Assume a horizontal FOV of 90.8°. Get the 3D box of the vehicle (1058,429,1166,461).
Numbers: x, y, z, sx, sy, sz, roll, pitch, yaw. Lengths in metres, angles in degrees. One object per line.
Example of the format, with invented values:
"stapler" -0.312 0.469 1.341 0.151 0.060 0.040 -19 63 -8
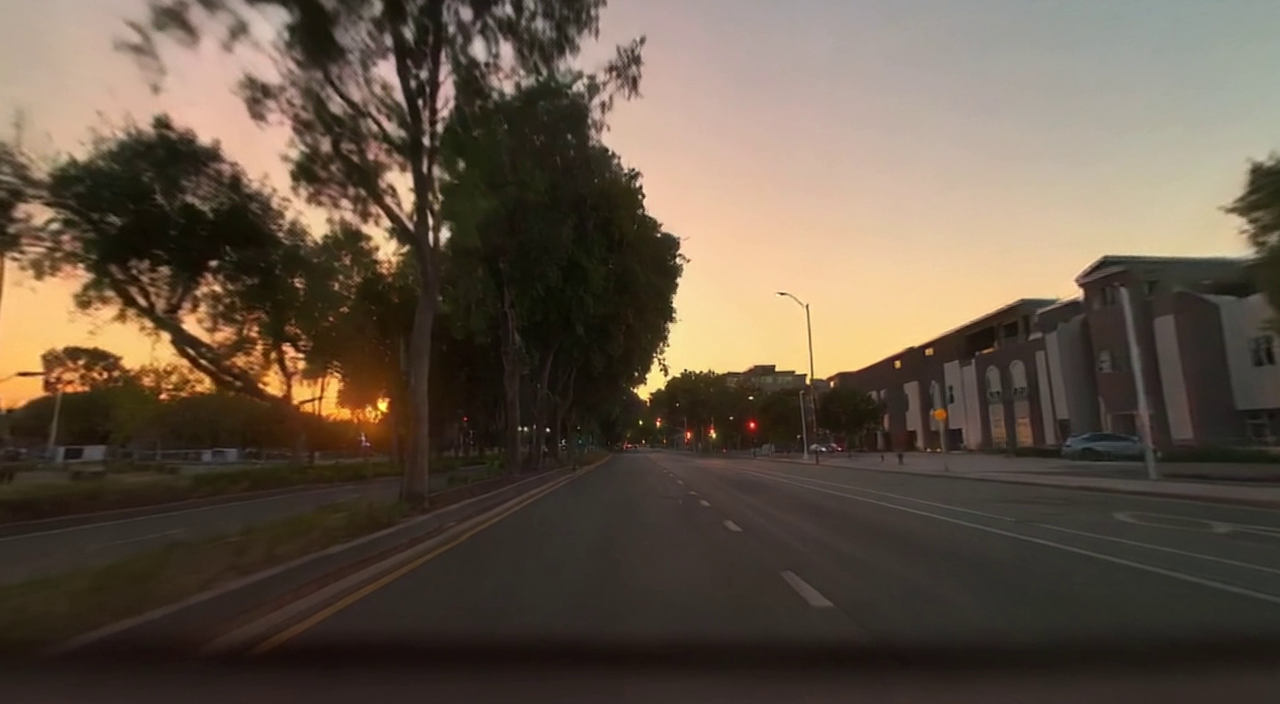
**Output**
"vehicle" 29.224 5.804 39.245 4.924 1.901 2.095 0 -9 0
